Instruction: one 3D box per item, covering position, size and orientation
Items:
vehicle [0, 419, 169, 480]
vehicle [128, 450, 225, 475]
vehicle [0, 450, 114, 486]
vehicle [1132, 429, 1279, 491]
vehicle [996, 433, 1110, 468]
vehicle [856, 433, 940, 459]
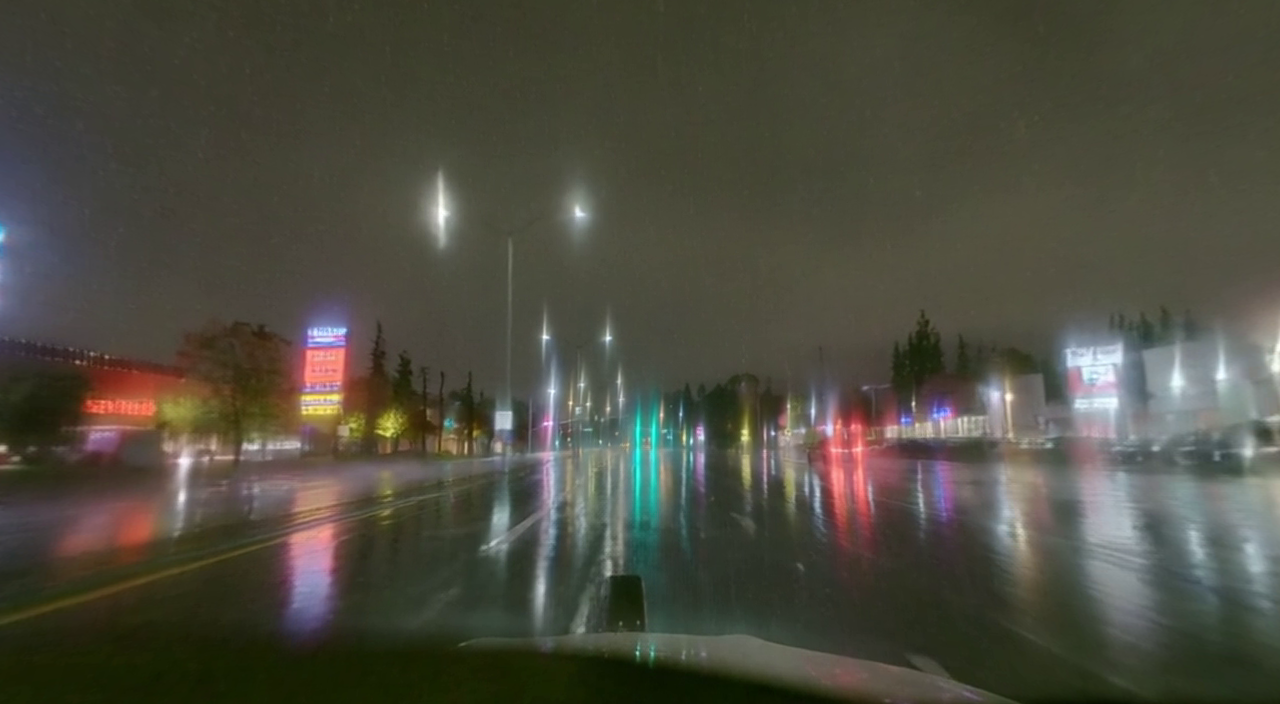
[{"bbox_3d":[-28.143,4.911,31.856,6.354,2.899,2.812,0,-8,-1],"label":"vehicle"},{"bbox_3d":[-27.157,6.493,37.064,4.282,1.296,1.914,-2,-9,4],"label":"vehicle"},{"bbox_3d":[-27.482,5.349,29.069,4.564,1.494,2.183,-1,-9,-2],"label":"vehicle"},{"bbox_3d":[16.484,2.951,17.606,1.880,1.477,4.556,0,-8,1],"label":"vehicle"},{"bbox_3d":[18.665,4.498,28.891,1.846,1.466,4.679,0,-9,-4],"label":"vehicle"},{"bbox_3d":[18.006,6.581,44.250,4.935,1.753,1.958,0,-9,1],"label":"vehicle"}]
